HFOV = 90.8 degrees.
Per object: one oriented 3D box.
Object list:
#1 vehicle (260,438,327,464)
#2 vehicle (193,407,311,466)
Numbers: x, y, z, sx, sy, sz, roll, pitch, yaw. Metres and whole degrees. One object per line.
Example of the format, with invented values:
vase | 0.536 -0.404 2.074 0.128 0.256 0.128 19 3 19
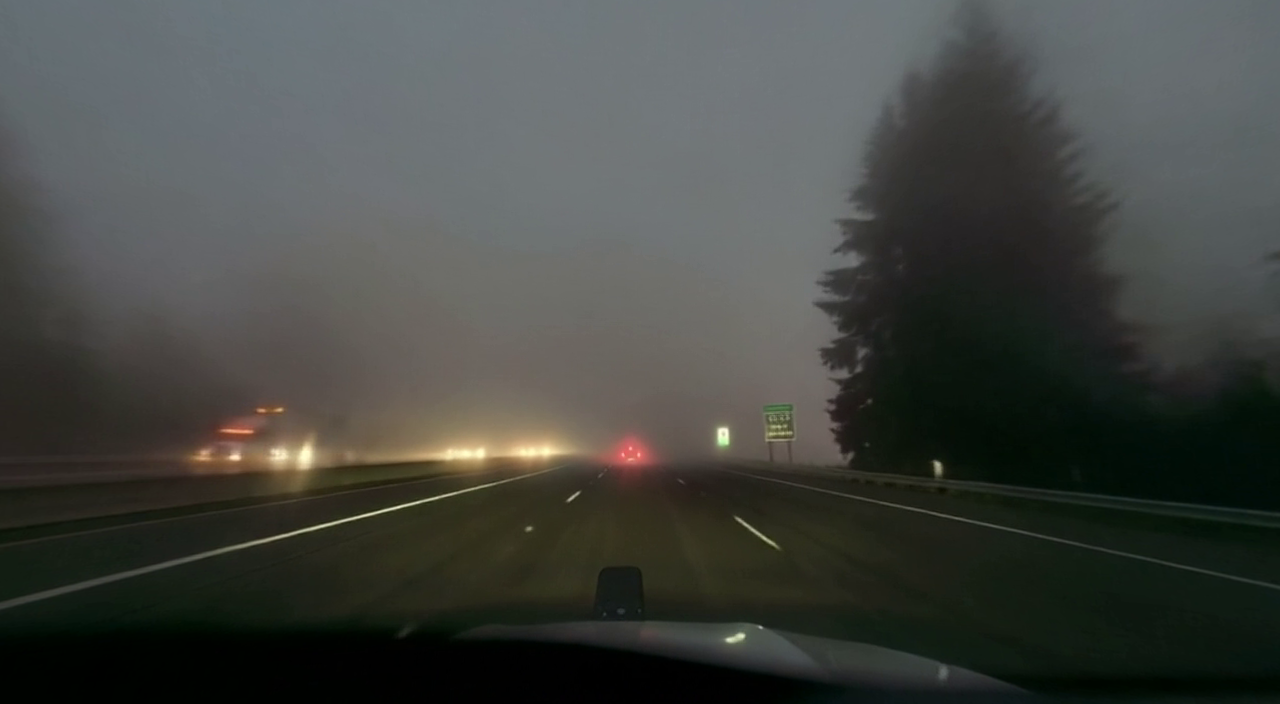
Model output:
vehicle | -20.904 5.993 38.241 1.798 1.472 4.018 0 -9 0
vehicle | -24.886 5.555 41.065 2.606 3.427 7.794 0 -9 0
